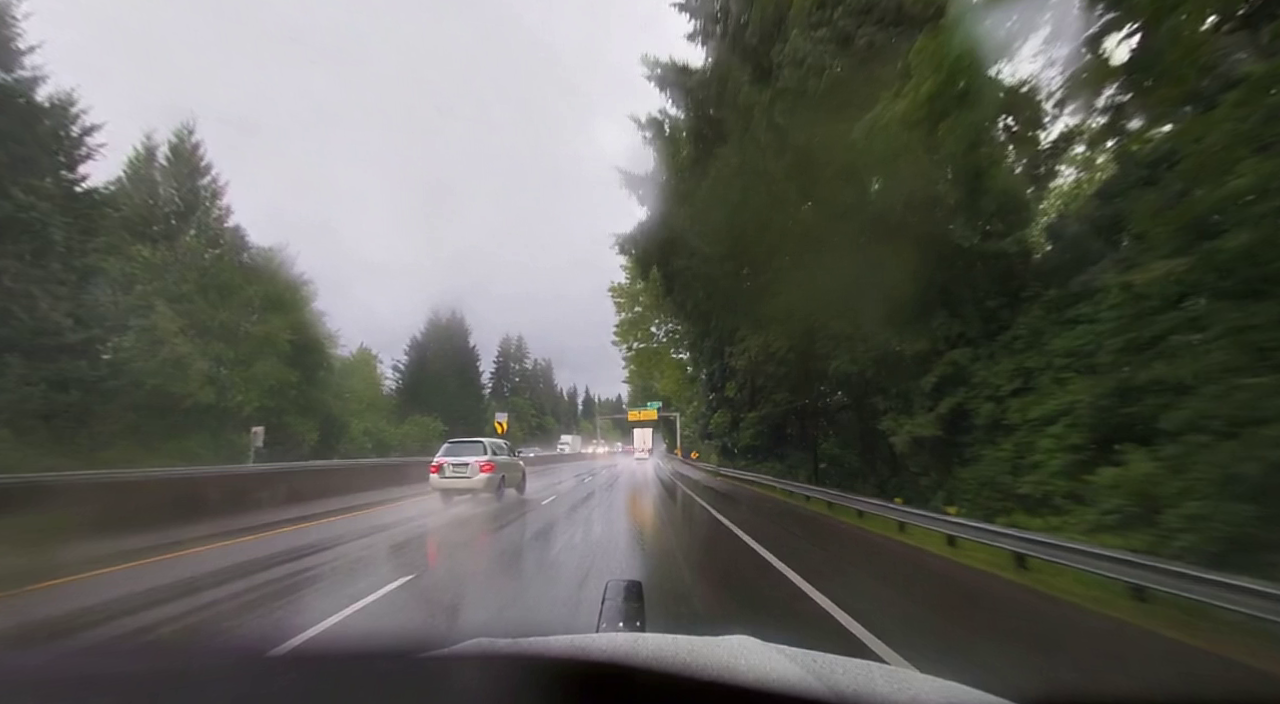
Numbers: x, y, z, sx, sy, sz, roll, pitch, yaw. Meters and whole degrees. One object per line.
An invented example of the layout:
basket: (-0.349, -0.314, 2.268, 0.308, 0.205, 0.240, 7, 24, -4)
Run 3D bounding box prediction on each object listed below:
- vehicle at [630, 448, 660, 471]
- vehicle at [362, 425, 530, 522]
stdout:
vehicle: (0.290, 7.085, 41.572, 1.853, 1.436, 3.438, 0, -9, -1)
vehicle: (-3.913, 2.562, 13.792, 2.097, 1.722, 4.808, 0, -9, 0)
